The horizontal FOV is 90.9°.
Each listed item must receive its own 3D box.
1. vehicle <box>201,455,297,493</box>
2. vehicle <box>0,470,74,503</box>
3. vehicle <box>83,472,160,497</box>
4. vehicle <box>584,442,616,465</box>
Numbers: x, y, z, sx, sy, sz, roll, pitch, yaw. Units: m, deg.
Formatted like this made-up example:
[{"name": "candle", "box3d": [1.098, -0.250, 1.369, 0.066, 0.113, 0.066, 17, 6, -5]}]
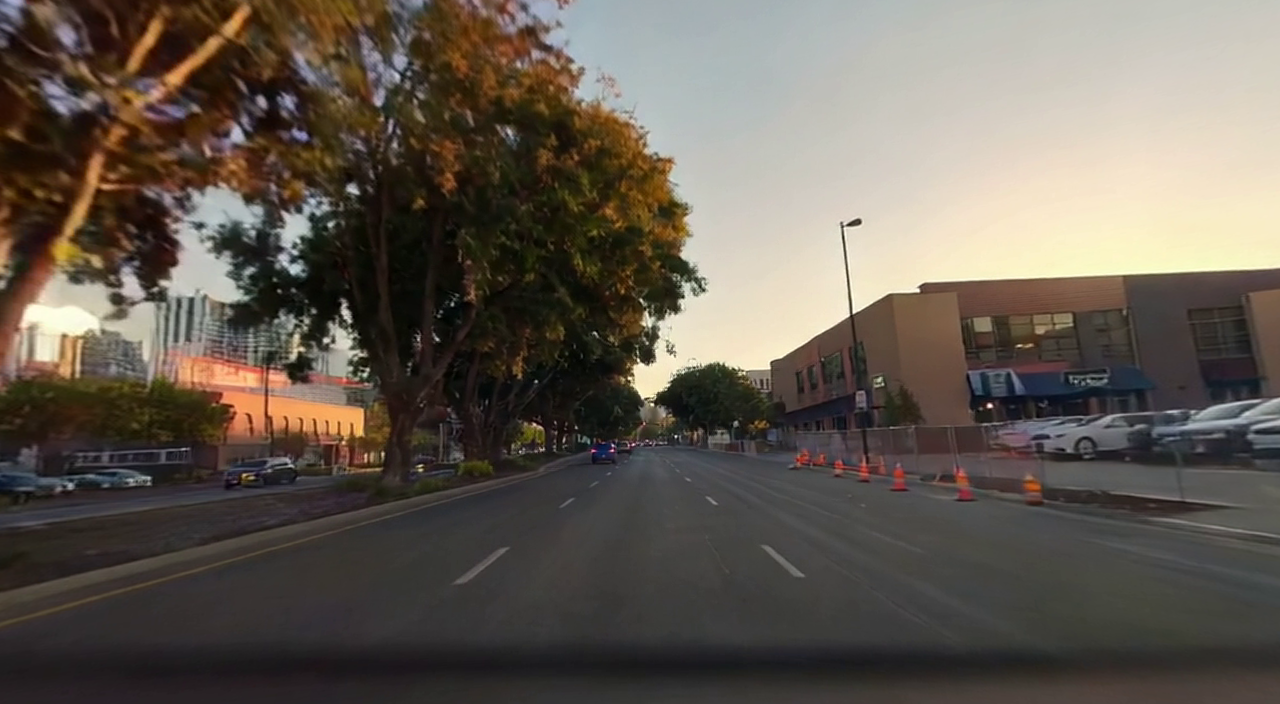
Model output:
[{"name": "vehicle", "box3d": [-21.879, 6.821, 35.542, 2.262, 1.703, 4.728, -5, -9, 3]}, {"name": "vehicle", "box3d": [-33.373, 7.190, 33.461, 4.764, 1.448, 1.876, -3, -8, -3]}, {"name": "vehicle", "box3d": [-32.991, 8.412, 40.129, 3.576, 1.407, 1.583, -1, -8, 3]}, {"name": "vehicle", "box3d": [-2.683, 6.929, 43.255, 1.926, 1.442, 4.231, 0, -8, 0]}]
